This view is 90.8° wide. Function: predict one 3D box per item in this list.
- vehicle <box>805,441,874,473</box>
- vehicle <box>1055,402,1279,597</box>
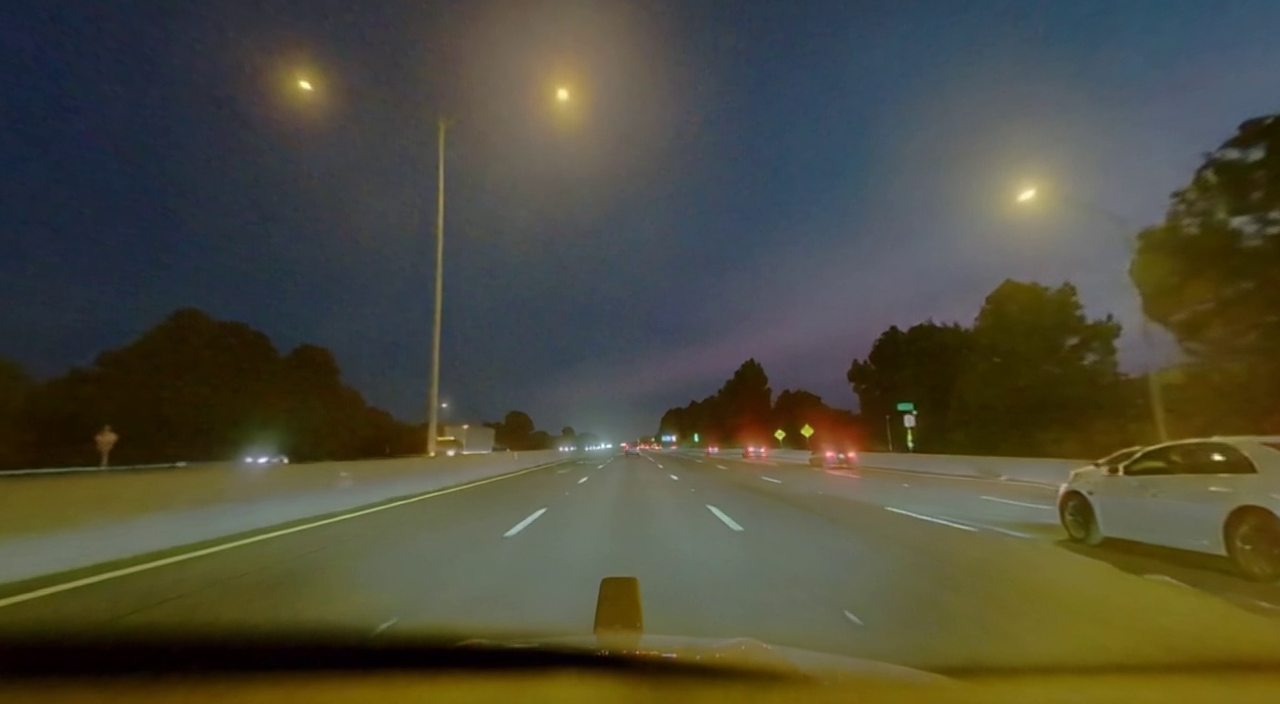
[{"bbox_3d":[10.497,5.536,33.641,1.962,1.536,4.945,0,-8,-1],"label":"vehicle"},{"bbox_3d":[6.601,1.376,6.107,2.027,1.679,4.543,0,-8,0],"label":"vehicle"}]
